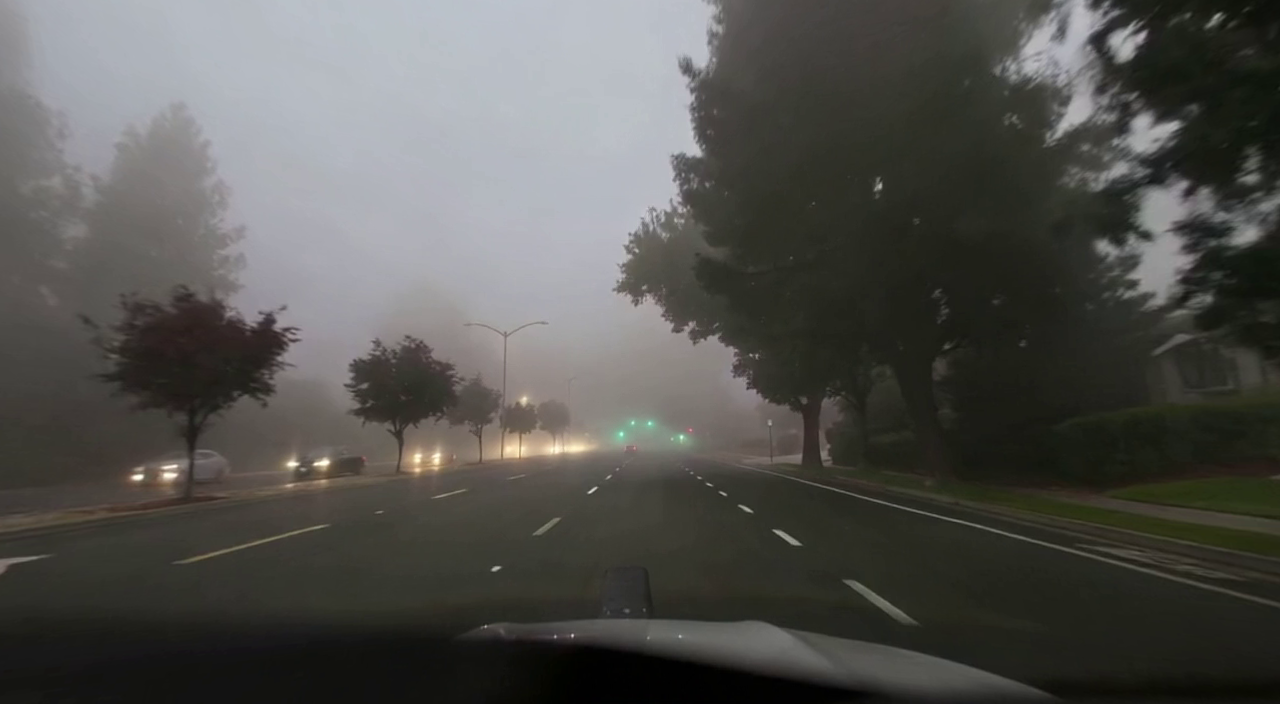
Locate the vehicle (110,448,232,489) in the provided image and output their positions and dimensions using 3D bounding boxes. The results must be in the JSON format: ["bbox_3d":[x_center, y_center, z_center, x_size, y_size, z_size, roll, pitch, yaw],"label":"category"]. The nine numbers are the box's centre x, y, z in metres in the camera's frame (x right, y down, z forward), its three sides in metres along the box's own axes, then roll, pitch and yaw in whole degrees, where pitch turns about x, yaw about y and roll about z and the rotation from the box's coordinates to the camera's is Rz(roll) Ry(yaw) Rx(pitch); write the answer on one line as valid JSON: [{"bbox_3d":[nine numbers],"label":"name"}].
[{"bbox_3d":[-20.793,5.164,28.219,1.970,1.650,4.463,-1,-9,1],"label":"vehicle"}]

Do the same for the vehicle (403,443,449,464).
[{"bbox_3d":[-16.583,7.868,48.996,1.869,1.557,4.424,-1,-9,2],"label":"vehicle"}]

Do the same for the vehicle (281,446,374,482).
[{"bbox_3d":[-13.569,4.866,27.686,1.782,1.444,4.239,-1,-9,2],"label":"vehicle"}]
